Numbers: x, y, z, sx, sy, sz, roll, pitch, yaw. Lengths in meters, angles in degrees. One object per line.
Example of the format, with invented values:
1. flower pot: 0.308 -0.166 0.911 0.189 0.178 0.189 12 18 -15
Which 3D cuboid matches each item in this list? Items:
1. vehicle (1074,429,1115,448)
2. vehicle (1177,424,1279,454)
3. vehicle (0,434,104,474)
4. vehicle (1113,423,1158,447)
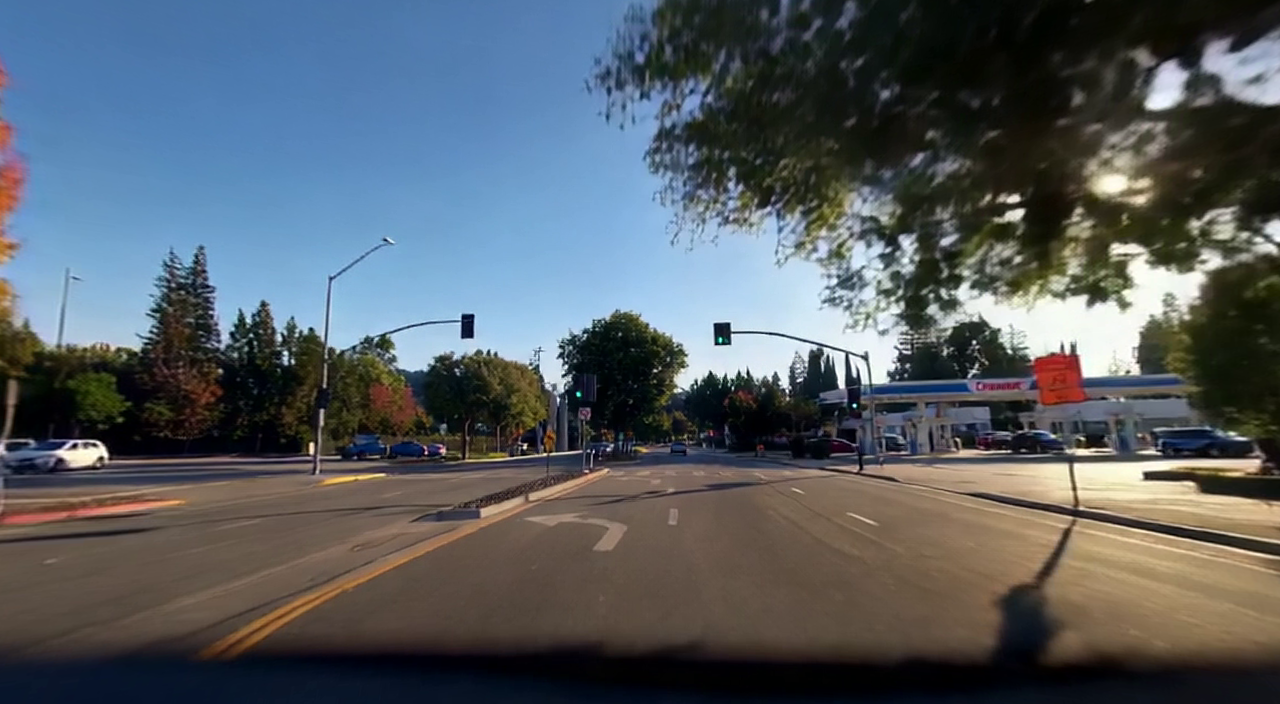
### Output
1. vehicle: 34.826 6.635 48.320 3.931 1.422 1.771 8 -12 -44
2. vehicle: 30.493 4.444 32.159 1.885 1.446 4.469 7 -11 -41
3. vehicle: -31.586 5.384 33.475 4.847 1.872 2.114 -4 -7 9
4. vehicle: 36.931 6.193 47.049 3.928 1.684 1.912 8 -12 -43
